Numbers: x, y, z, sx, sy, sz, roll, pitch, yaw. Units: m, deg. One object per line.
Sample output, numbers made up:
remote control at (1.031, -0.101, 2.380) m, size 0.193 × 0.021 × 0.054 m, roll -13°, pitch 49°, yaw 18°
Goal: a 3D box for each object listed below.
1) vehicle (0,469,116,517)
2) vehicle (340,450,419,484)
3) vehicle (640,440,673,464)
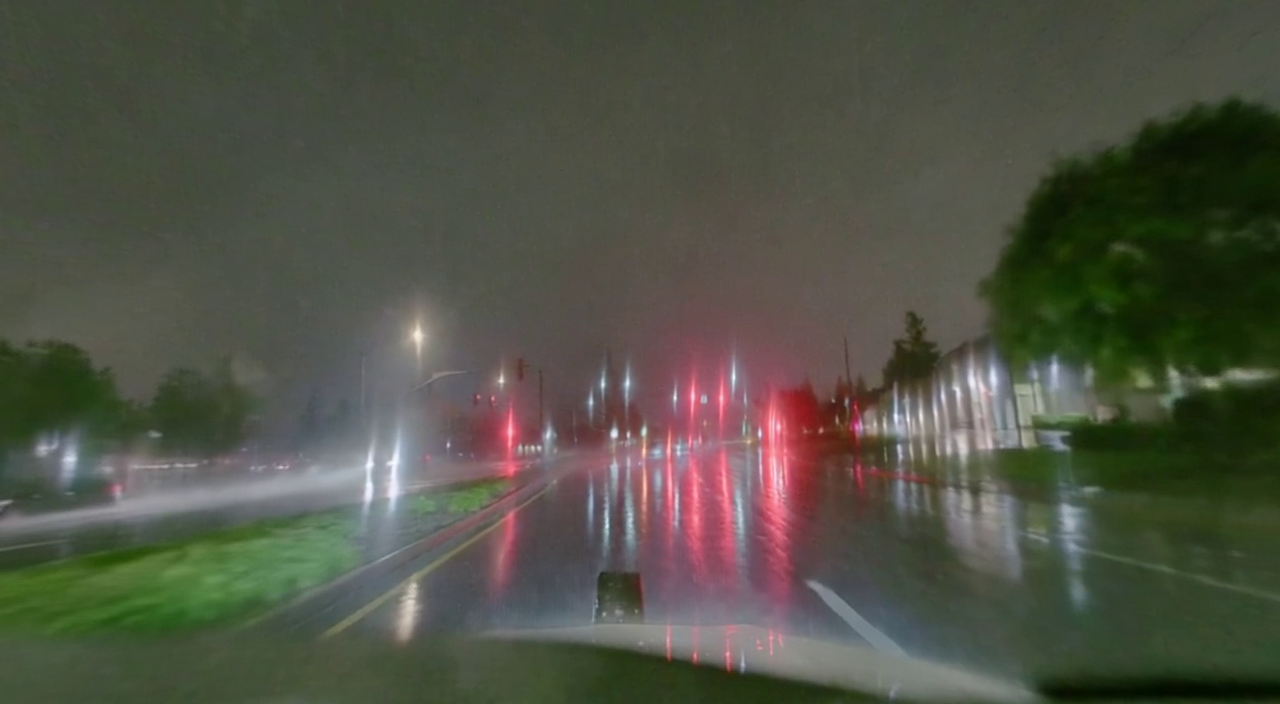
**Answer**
vehicle at (-25.530, 6.054, 27.350) m, size 1.956 × 1.637 × 4.323 m, roll -4°, pitch -8°, yaw 1°
vehicle at (-15.659, 6.917, 38.362) m, size 2.292 × 1.843 × 5.642 m, roll -1°, pitch -8°, yaw 1°
vehicle at (1.190, 6.894, 43.717) m, size 2.037 × 1.568 × 3.693 m, roll -1°, pitch -8°, yaw 4°
